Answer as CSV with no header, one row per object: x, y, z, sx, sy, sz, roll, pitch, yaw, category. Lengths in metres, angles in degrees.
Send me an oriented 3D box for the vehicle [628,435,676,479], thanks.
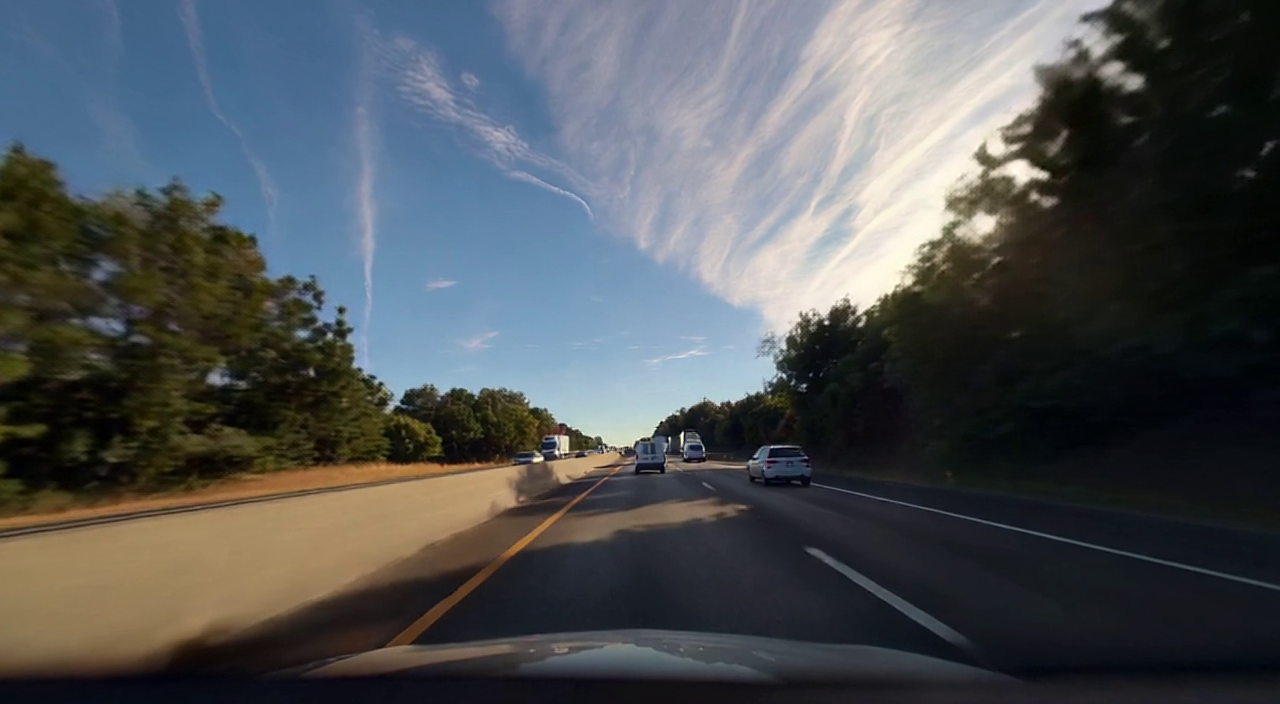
0.528,5.031,30.400,2.143,1.925,4.101,0,-9,0,vehicle

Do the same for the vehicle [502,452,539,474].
-8.552,7.962,45.389,1.884,1.486,3.974,0,-9,1,vehicle

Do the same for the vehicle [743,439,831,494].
4.584,3.609,20.189,1.868,1.566,3.509,0,-9,-1,vehicle
